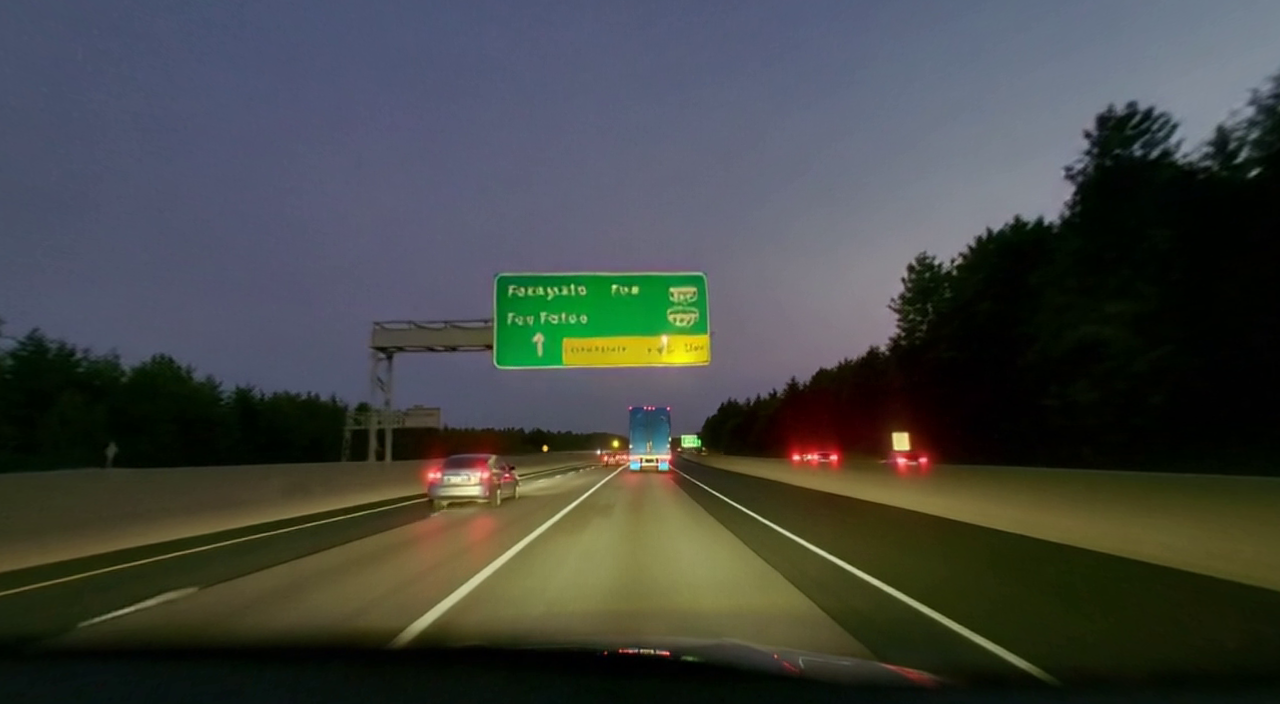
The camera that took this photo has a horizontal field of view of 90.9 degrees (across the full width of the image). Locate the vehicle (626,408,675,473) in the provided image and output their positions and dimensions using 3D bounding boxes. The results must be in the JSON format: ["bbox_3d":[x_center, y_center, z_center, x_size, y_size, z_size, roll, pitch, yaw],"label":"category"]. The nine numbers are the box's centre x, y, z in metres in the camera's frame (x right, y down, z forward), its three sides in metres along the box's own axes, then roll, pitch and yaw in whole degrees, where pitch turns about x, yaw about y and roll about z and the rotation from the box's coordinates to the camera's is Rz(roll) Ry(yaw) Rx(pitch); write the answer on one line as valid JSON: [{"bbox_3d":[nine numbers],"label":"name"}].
[{"bbox_3d":[0.679,6.311,44.669,3.022,4.072,10.318,0,-9,0],"label":"vehicle"}]

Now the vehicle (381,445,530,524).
[{"bbox_3d":[-3.844,2.824,14.065,1.931,1.466,4.458,0,-9,1],"label":"vehicle"}]
